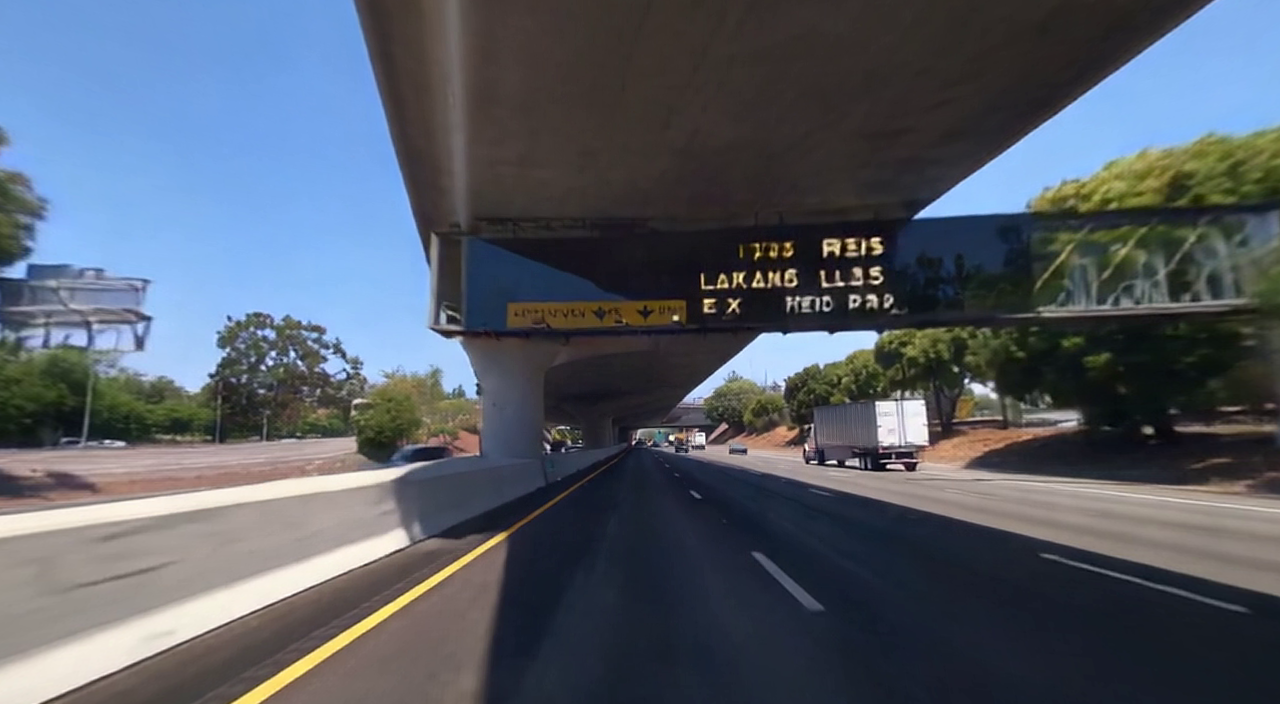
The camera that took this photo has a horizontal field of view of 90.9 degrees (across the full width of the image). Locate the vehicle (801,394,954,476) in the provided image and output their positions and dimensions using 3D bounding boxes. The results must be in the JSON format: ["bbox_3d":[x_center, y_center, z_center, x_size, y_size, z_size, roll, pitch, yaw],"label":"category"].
[{"bbox_3d":[10.853,4.096,30.594,2.960,3.207,10.950,0,-8,-1],"label":"vehicle"}]

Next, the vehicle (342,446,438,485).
[{"bbox_3d":[-10.125,4.601,25.965,2.081,1.470,4.466,0,-8,1],"label":"vehicle"}]
